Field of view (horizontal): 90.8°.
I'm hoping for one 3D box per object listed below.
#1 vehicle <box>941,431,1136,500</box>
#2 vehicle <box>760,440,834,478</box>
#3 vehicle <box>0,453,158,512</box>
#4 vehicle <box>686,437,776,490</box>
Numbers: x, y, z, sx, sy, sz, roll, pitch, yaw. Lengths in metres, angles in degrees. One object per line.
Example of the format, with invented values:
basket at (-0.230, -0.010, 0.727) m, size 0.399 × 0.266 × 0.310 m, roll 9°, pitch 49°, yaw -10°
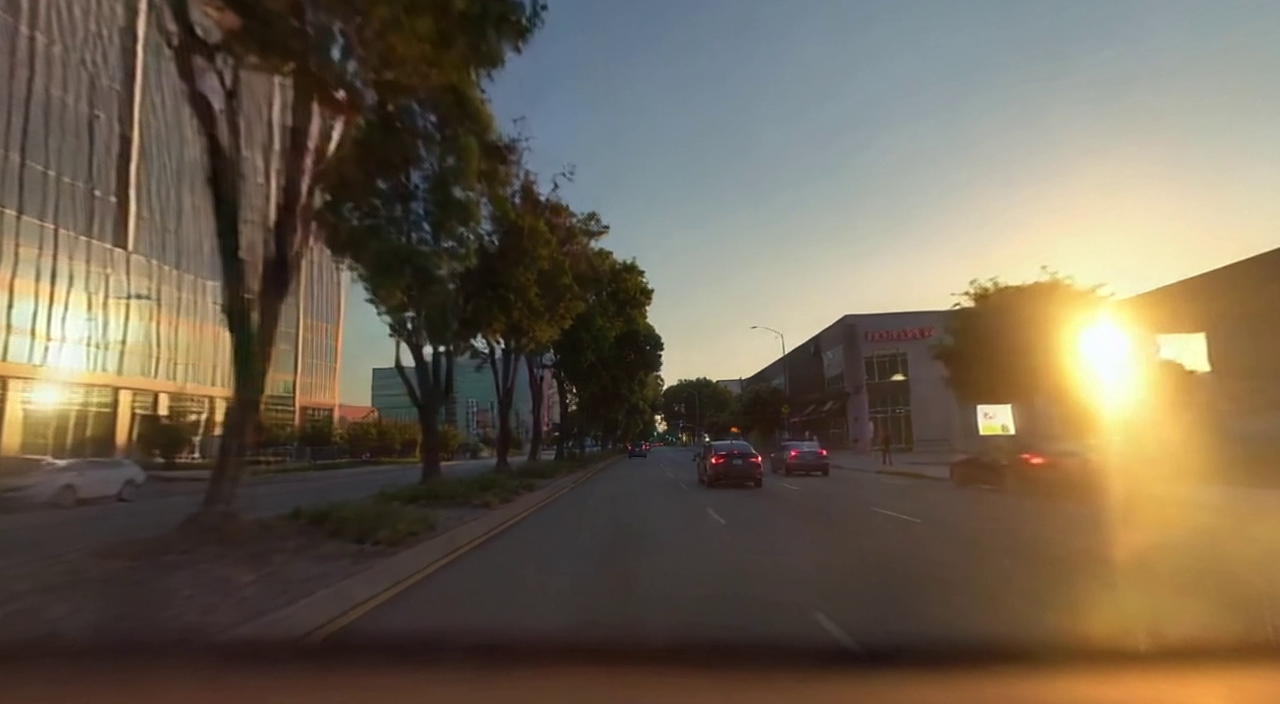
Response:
vehicle at (9.944, 2.853, 16.359) m, size 2.003 × 1.511 × 4.670 m, roll 0°, pitch -8°, yaw 0°
vehicle at (6.366, 4.368, 26.131) m, size 1.912 × 1.411 × 4.380 m, roll 0°, pitch -8°, yaw -1°
vehicle at (-19.616, 4.397, 21.870) m, size 2.071 × 1.743 × 4.749 m, roll 0°, pitch -8°, yaw 0°
vehicle at (2.780, 3.546, 20.439) m, size 2.131 × 1.491 × 4.496 m, roll 0°, pitch -8°, yaw -1°
